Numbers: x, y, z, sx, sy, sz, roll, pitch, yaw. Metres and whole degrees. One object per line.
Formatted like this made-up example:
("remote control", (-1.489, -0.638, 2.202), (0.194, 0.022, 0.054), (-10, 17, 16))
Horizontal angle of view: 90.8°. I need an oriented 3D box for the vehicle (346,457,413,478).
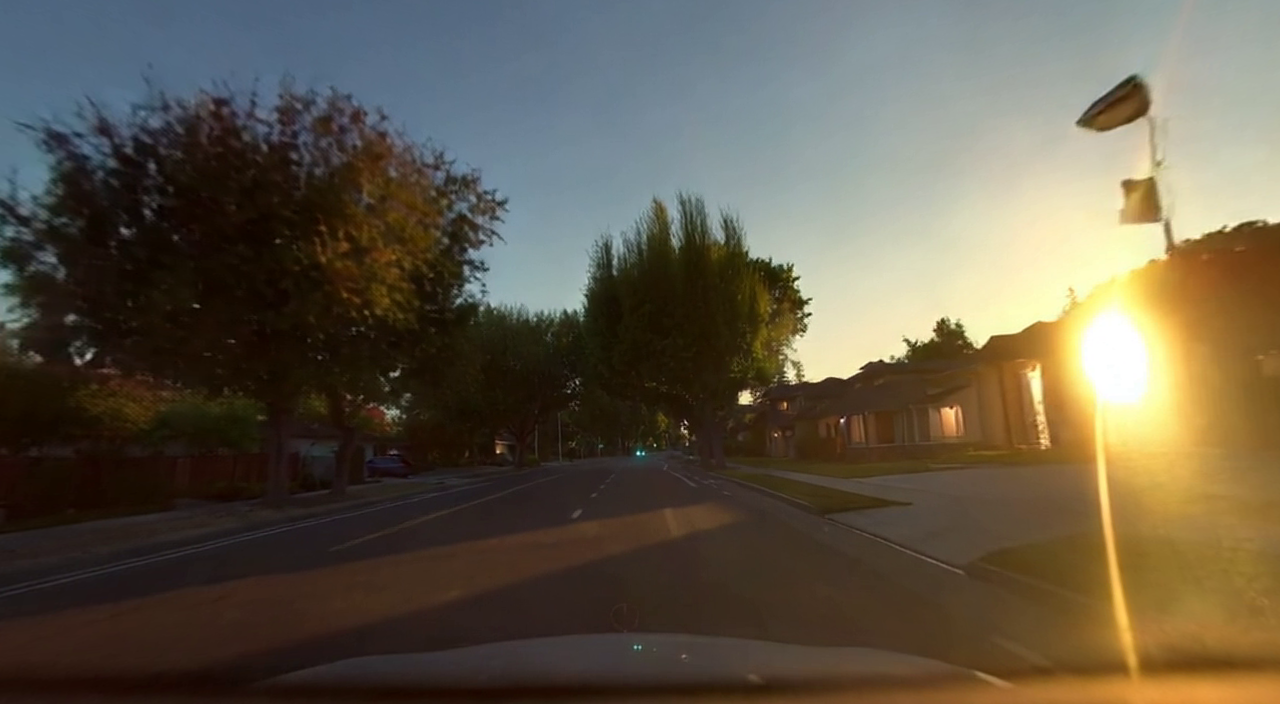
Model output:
("vehicle", (-19.039, 8.447, 46.228), (4.173, 1.423, 1.657), (0, -8, 3))
